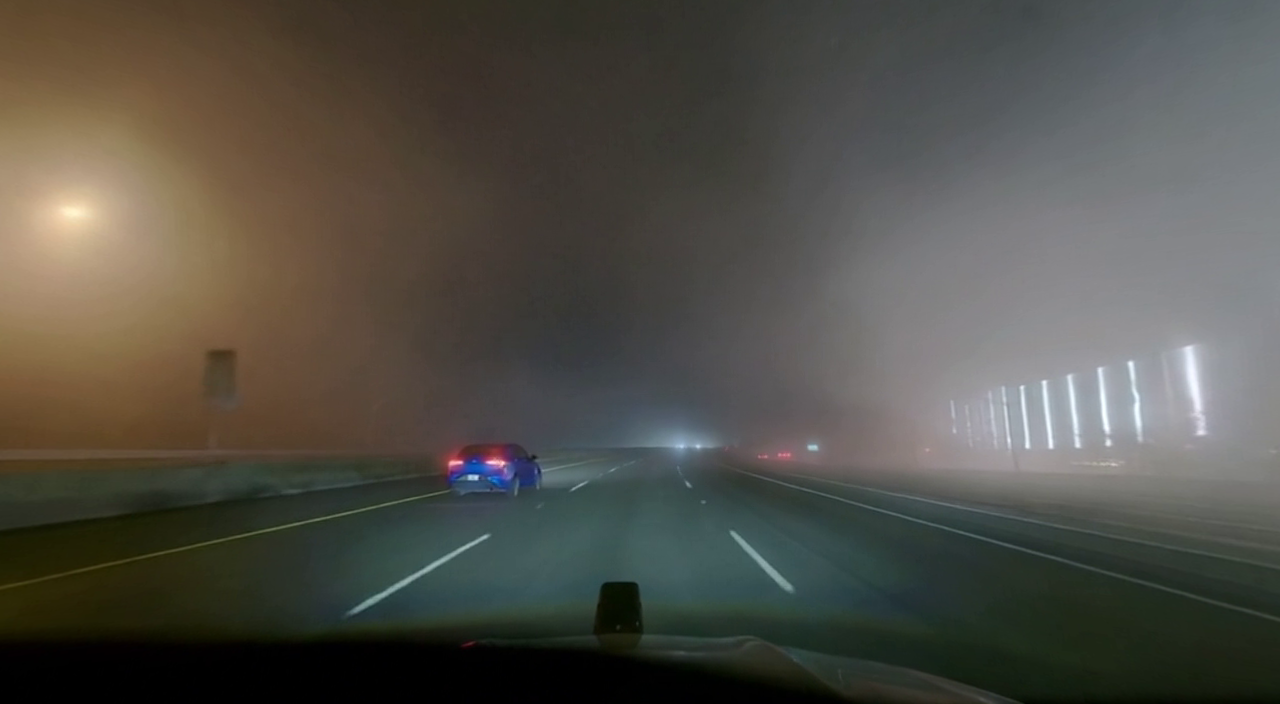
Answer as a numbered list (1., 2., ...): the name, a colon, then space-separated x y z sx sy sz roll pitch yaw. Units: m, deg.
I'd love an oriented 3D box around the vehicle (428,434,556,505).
1. vehicle: -3.632 2.988 16.593 2.087 1.566 4.756 -1 -8 2
